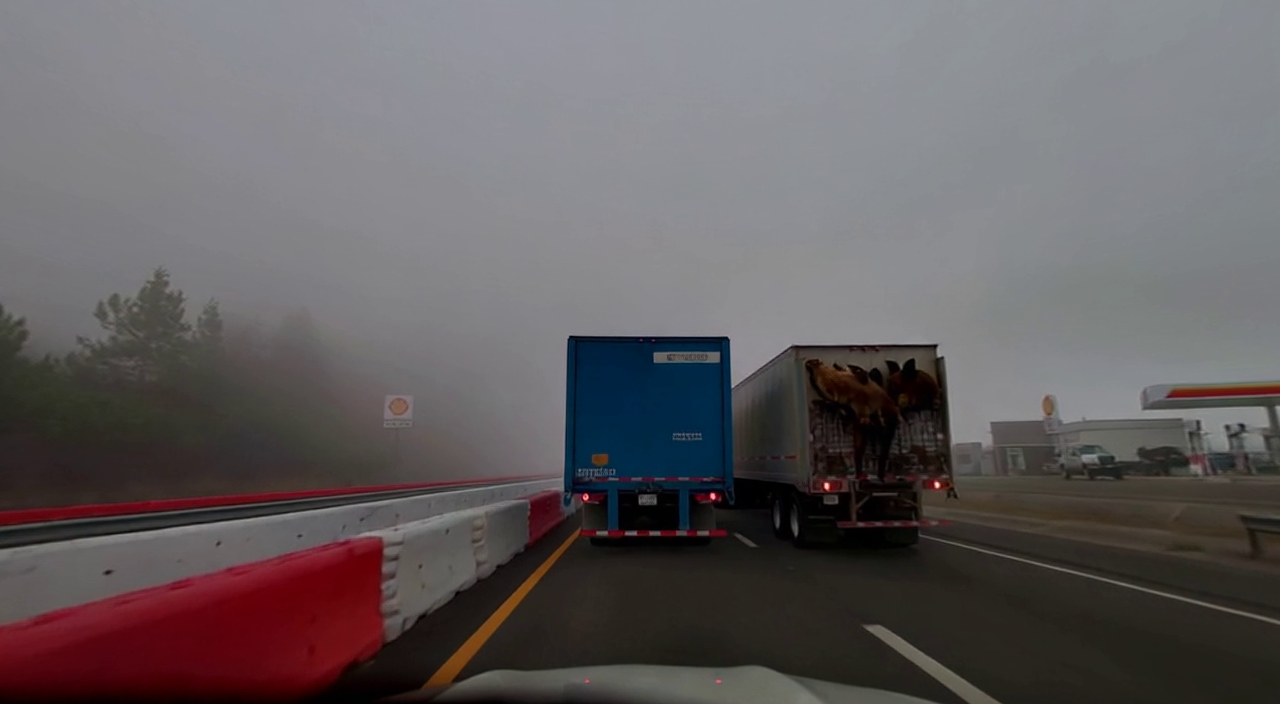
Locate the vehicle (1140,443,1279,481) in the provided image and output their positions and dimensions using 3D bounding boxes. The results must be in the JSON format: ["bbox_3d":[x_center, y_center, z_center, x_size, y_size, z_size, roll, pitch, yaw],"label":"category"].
[{"bbox_3d":[24.593,4.762,27.219,1.762,1.470,4.485,3,-11,-10],"label":"vehicle"}]

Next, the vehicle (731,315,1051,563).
[{"bbox_3d":[4.360,2.090,14.062,2.936,3.640,9.443,1,-10,-2],"label":"vehicle"}]

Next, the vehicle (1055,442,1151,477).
[{"bbox_3d":[24.703,5.801,33.835,1.919,1.722,4.024,1,-10,-2],"label":"vehicle"}]

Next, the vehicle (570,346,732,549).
[{"bbox_3d":[0.136,2.327,14.756,2.618,3.306,8.676,1,-10,-1],"label":"vehicle"}]
